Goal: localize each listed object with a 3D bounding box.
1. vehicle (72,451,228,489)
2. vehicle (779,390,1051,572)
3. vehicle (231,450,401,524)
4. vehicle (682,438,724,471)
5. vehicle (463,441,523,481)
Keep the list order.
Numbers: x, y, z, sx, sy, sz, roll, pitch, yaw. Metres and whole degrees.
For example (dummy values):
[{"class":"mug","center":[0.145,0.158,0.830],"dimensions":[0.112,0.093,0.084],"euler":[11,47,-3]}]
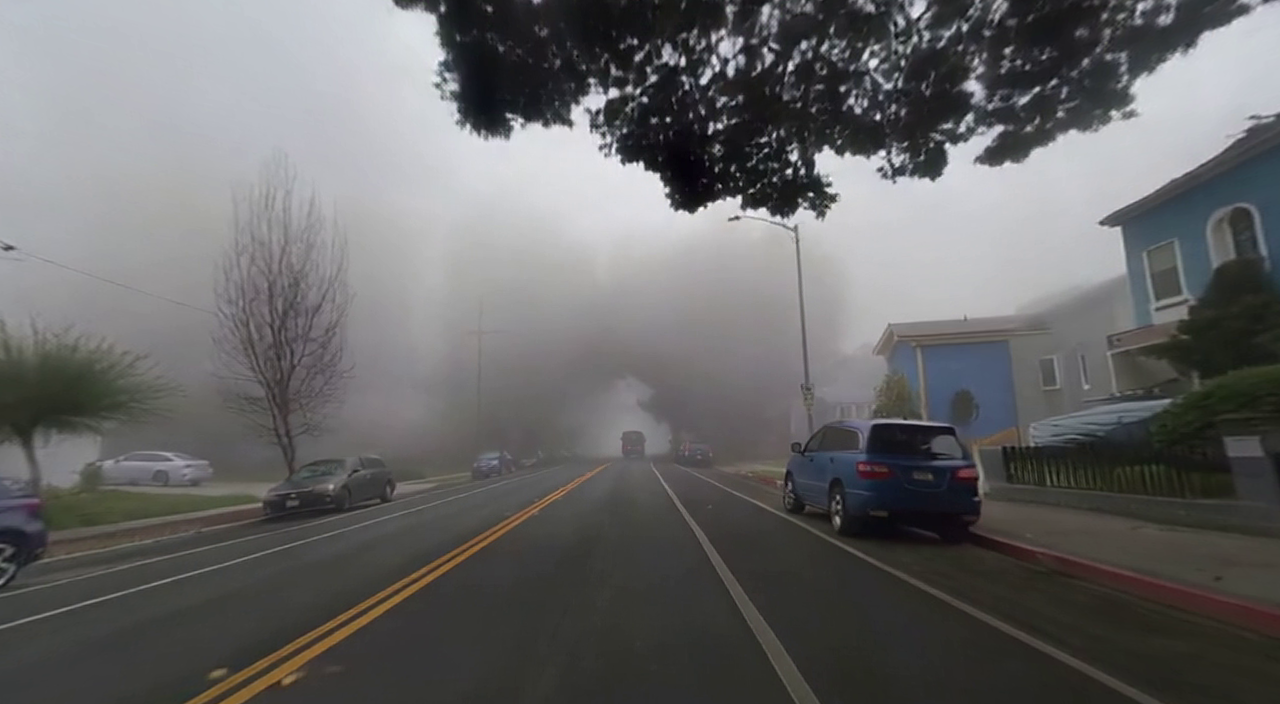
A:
[{"class":"vehicle","center":[-20.221,4.849,26.225],"dimensions":[4.721,1.463,2.275],"euler":[-1,-8,5]},{"class":"vehicle","center":[3.703,1.803,9.672],"dimensions":[2.131,1.995,4.626],"euler":[3,-8,1]},{"class":"vehicle","center":[-8.312,3.447,16.860],"dimensions":[1.921,1.494,4.884],"euler":[-2,-8,1]},{"class":"vehicle","center":[3.991,6.552,40.668],"dimensions":[2.060,1.833,4.927],"euler":[4,-9,0]},{"class":"vehicle","center":[-8.263,6.155,36.024],"dimensions":[2.094,1.840,5.450],"euler":[-6,-8,-1]}]
